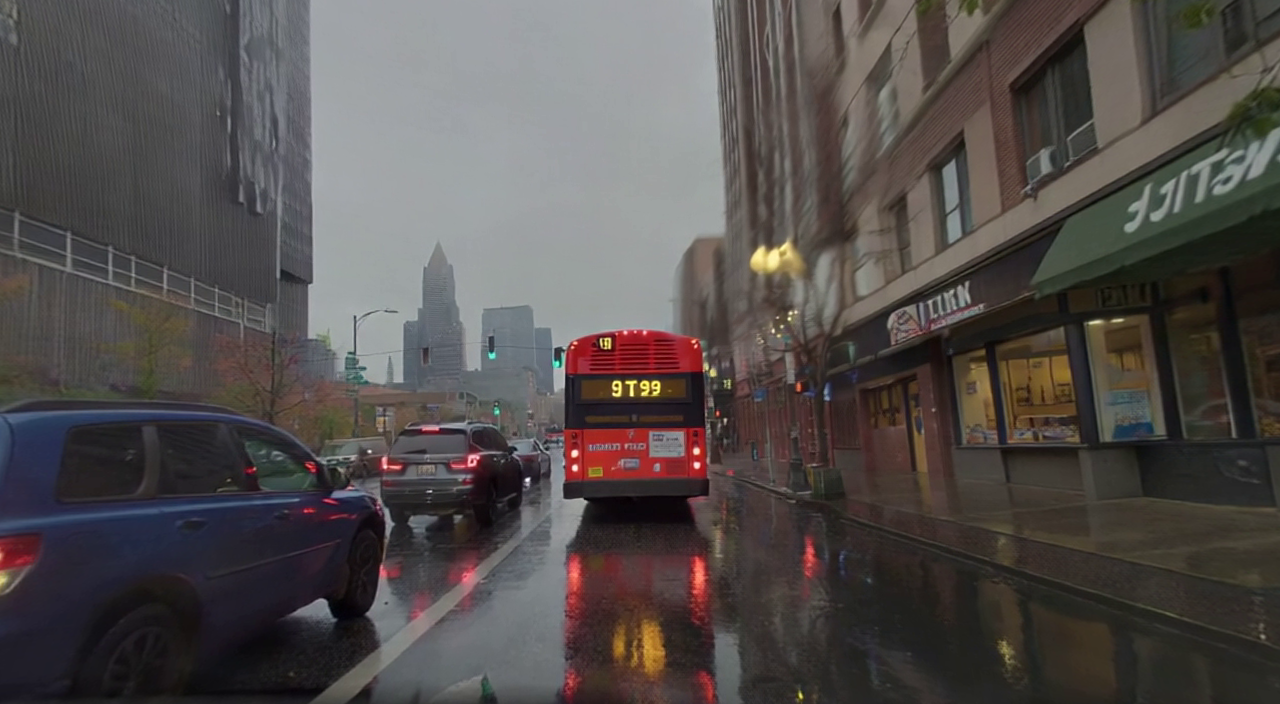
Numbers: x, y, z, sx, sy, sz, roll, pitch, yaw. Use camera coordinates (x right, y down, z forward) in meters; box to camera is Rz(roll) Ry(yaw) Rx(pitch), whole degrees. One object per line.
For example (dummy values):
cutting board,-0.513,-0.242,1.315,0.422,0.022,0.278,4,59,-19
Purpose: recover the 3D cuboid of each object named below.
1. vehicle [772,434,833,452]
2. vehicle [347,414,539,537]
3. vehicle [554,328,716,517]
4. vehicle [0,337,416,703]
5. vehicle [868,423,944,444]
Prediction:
vehicle,11.964,6.737,46.649,3.949,1.337,1.738,0,-9,-2
vehicle,-3.345,2.210,11.893,2.096,1.828,4.669,0,-8,0
vehicle,-0.295,2.003,16.640,2.938,3.468,9.972,0,-9,-2
vehicle,-3.217,1.090,3.963,2.020,1.725,4.384,0,-8,0
vehicle,19.832,6.111,47.191,4.827,1.555,1.863,1,-9,-6
